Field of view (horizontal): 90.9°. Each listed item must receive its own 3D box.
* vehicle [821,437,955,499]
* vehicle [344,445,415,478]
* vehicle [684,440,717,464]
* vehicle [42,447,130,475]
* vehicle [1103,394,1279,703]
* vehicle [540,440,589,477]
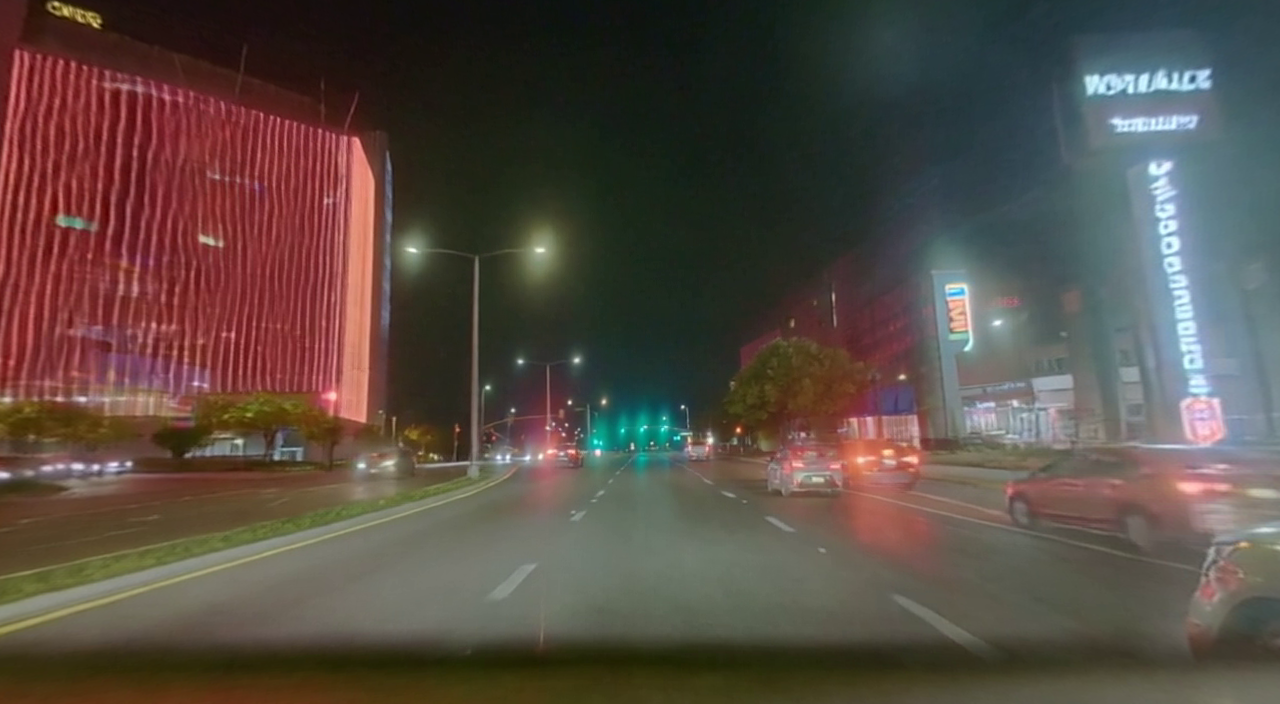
[{"bbox_3d":[7.213,3.396,18.947,1.918,1.598,4.536,0,-9,-4],"label":"vehicle"},{"bbox_3d":[-14.347,6.040,34.997,1.905,1.687,4.436,-1,-8,1],"label":"vehicle"},{"bbox_3d":[4.564,7.537,47.748,2.007,1.683,4.171,0,-8,-1],"label":"vehicle"},{"bbox_3d":[-34.780,6.822,39.715,1.810,1.606,3.988,-1,-8,1],"label":"vehicle"},{"bbox_3d":[3.448,0.698,1.009,1.981,1.499,4.536,-1,-9,1],"label":"vehicle"},{"bbox_3d":[-3.433,4.903,29.280,1.917,1.511,4.436,0,-8,-3],"label":"vehicle"}]
